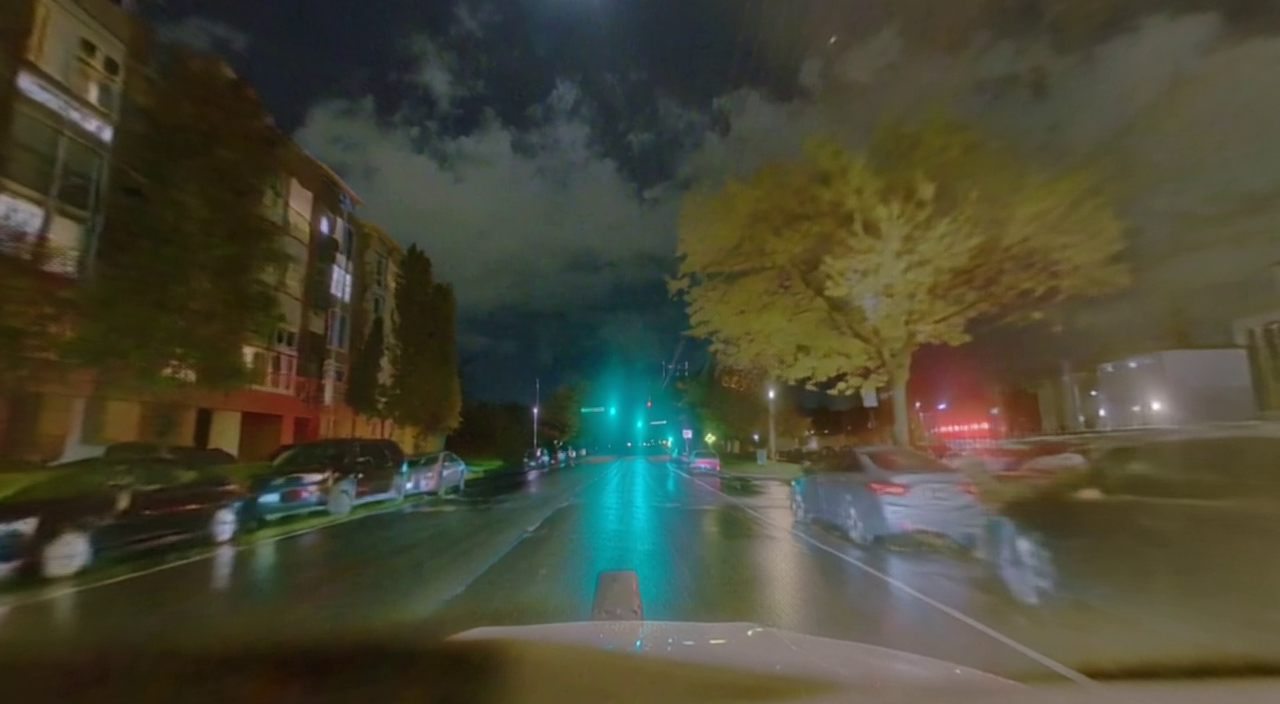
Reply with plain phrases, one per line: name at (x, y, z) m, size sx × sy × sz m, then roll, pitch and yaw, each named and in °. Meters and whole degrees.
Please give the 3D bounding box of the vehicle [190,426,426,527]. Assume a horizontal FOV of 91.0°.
vehicle at (-7.573, 2.899, 15.434) m, size 2.613 × 1.959 × 5.843 m, roll 0°, pitch -8°, yaw 0°

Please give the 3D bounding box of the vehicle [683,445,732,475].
vehicle at (3.578, 5.792, 34.116) m, size 2.005 × 1.466 × 4.767 m, roll 0°, pitch -8°, yaw -1°

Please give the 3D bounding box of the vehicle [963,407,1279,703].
vehicle at (4.090, 1.106, 3.550) m, size 1.854 × 1.537 × 4.759 m, roll 0°, pitch -8°, yaw -2°

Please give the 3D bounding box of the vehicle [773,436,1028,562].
vehicle at (3.581, 2.091, 9.778) m, size 2.033 × 1.467 × 4.471 m, roll 0°, pitch -8°, yaw 0°

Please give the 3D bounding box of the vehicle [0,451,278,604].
vehicle at (-7.509, 2.176, 8.835) m, size 2.057 × 1.486 × 4.759 m, roll 0°, pitch -8°, yaw 0°
